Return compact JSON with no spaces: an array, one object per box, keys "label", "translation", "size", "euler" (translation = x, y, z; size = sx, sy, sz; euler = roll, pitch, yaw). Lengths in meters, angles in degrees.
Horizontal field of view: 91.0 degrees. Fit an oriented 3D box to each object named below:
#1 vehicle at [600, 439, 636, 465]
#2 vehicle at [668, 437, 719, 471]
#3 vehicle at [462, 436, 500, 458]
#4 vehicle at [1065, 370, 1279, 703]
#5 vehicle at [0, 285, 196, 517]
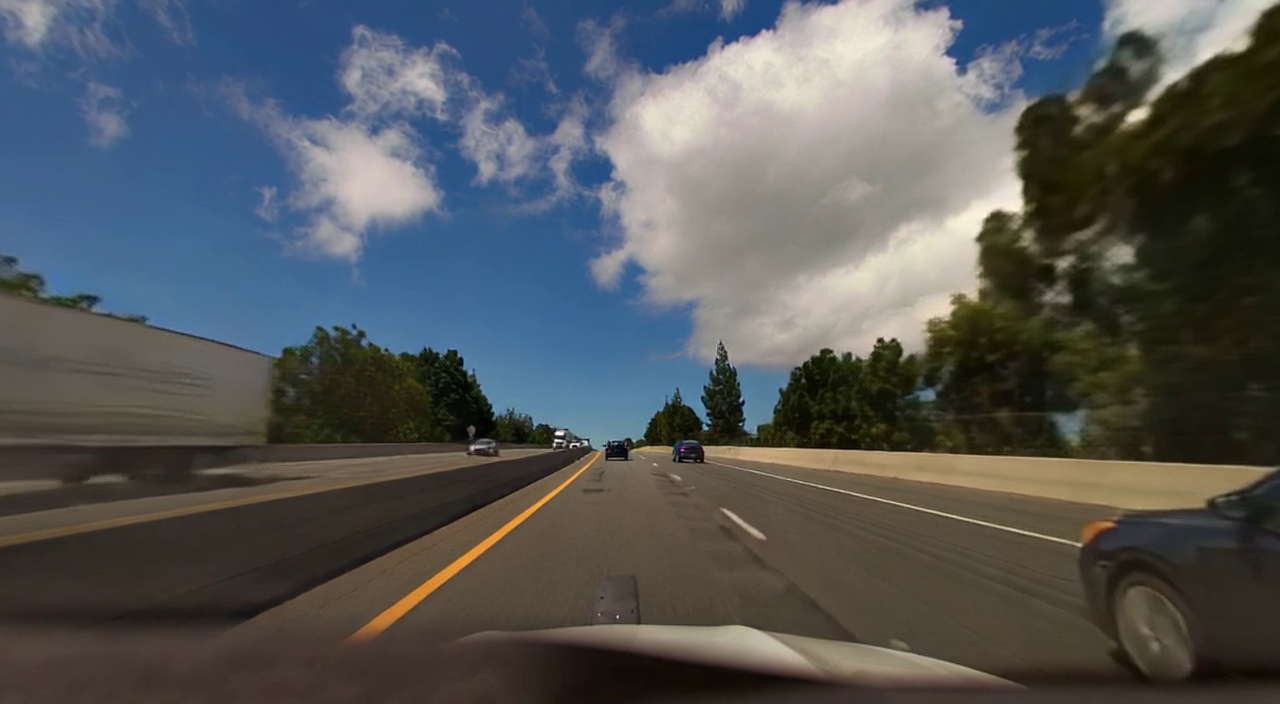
[{"label":"vehicle","translation":[-1.446,6.438,40.685],"size":[2.178,1.559,4.254],"euler":[0,-8,-3]},{"label":"vehicle","translation":[2.612,5.066,31.537],"size":[2.146,1.546,3.796],"euler":[-1,-8,0]},{"label":"vehicle","translation":[-11.522,6.939,45.876],"size":[1.872,1.499,3.792],"euler":[-1,-8,-1]},{"label":"vehicle","translation":[3.419,0.635,0.901],"size":[2.055,1.566,5.046],"euler":[-1,-8,0]},{"label":"vehicle","translation":[-11.766,0.765,9.787],"size":[3.188,3.647,8.856],"euler":[-1,-8,0]}]
